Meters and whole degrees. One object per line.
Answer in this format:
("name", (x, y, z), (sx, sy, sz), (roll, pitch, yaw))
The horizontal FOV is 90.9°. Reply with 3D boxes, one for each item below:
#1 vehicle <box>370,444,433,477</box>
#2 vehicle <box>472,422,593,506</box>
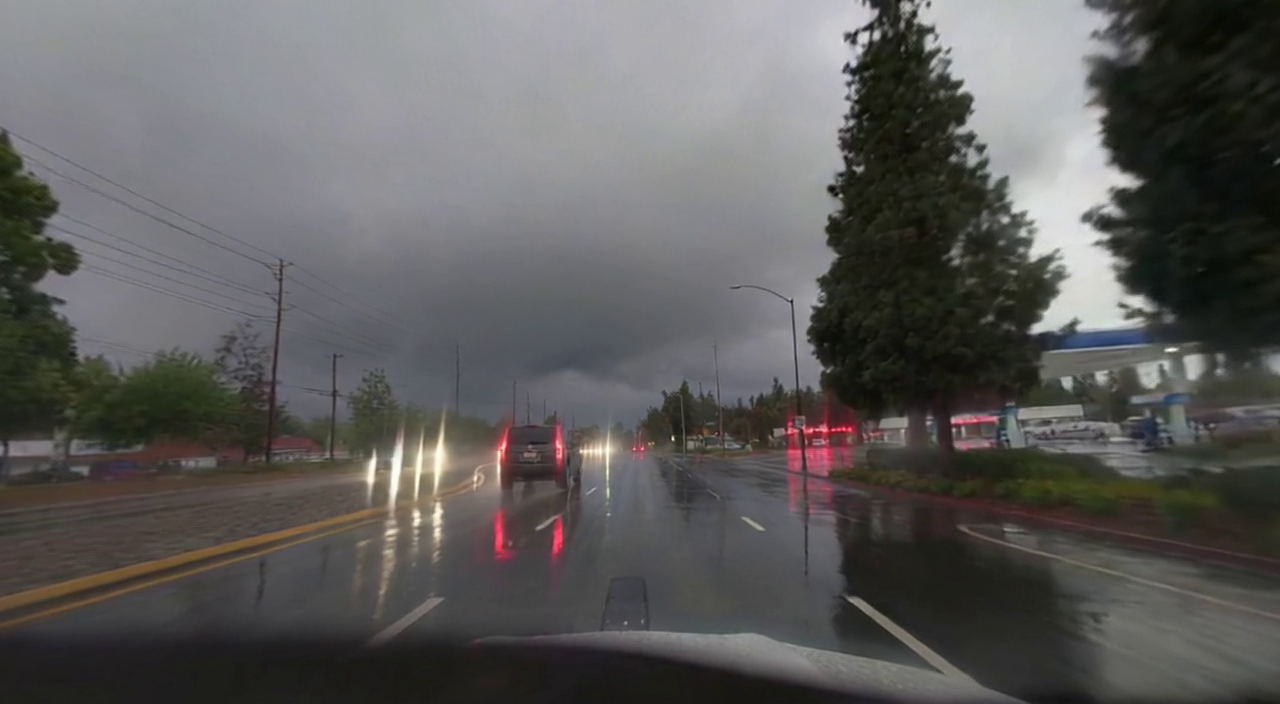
("vehicle", (-13.156, 5.991, 35.030), (1.825, 1.705, 4.234), (0, -8, 0))
("vehicle", (-2.556, 2.827, 16.401), (2.190, 1.844, 4.751), (0, -8, 2))
